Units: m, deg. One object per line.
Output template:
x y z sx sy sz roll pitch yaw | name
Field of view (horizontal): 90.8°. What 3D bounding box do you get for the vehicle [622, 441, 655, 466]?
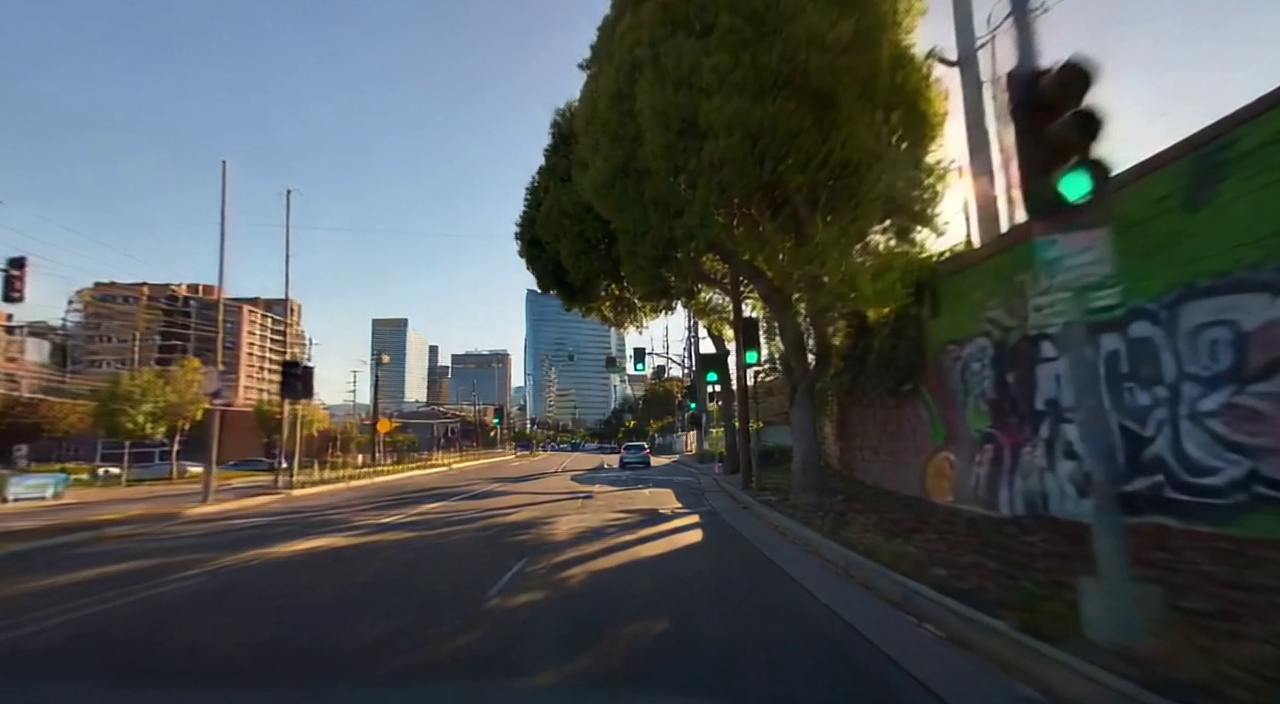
-0.168 6.842 42.873 2.105 1.611 3.750 0 -8 -2 | vehicle
